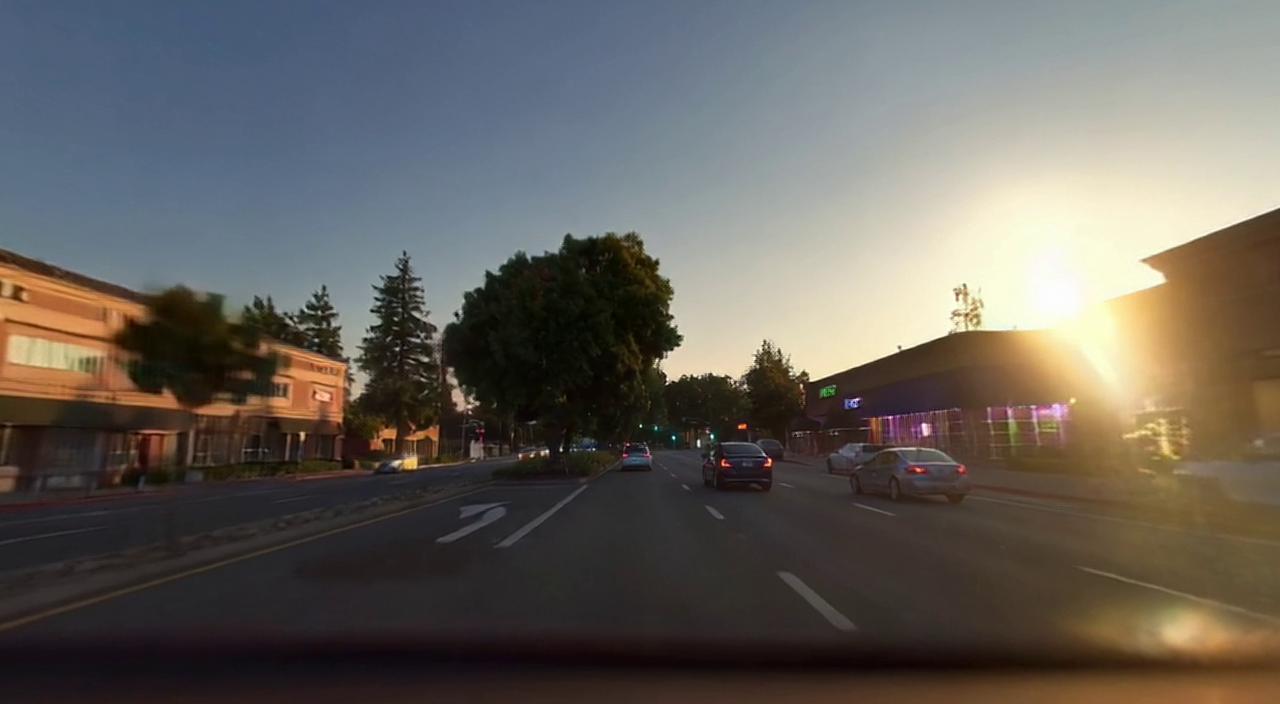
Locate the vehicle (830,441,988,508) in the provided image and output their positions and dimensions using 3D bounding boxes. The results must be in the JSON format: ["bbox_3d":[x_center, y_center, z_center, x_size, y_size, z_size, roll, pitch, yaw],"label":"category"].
[{"bbox_3d":[6.600,3.024,16.187,1.952,1.449,4.544,0,-8,-2],"label":"vehicle"}]

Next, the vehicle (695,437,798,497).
[{"bbox_3d":[2.964,3.319,18.712,2.072,1.545,4.578,0,-8,-2],"label":"vehicle"}]

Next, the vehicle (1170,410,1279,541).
[{"bbox_3d":[10.509,1.700,8.550,2.248,1.899,4.942,0,-8,-2],"label":"vehicle"}]

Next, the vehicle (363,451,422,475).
[{"bbox_3d":[-16.085,7.215,41.326,1.921,1.480,4.577,0,-8,1],"label":"vehicle"}]

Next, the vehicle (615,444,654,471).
[{"bbox_3d":[-0.291,5.967,35.984,2.052,1.461,4.324,0,-8,0],"label":"vehicle"}]
